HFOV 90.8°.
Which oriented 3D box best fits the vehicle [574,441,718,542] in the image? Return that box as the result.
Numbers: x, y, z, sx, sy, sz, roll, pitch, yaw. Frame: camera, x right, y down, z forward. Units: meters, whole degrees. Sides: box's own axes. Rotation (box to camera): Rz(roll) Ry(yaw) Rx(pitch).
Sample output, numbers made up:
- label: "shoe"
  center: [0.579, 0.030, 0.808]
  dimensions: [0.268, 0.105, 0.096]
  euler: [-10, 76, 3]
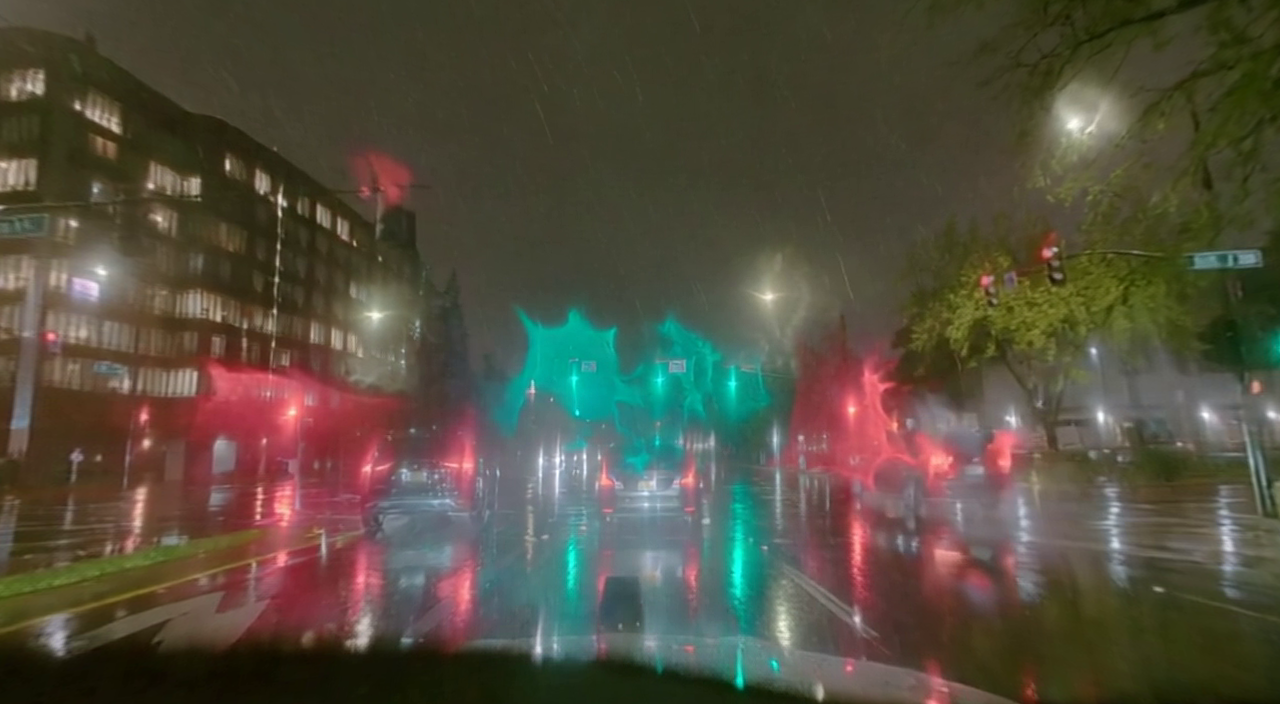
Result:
- label: "vehicle"
  center: [0.080, 2.428, 11.655]
  dimensions: [2.190, 1.522, 3.850]
  euler: [0, -8, 0]

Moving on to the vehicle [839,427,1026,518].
- label: "vehicle"
  center: [6.825, 2.868, 15.629]
  dimensions: [2.079, 1.828, 5.323]
  euler: [0, -8, 0]

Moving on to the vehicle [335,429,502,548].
- label: "vehicle"
  center: [-3.762, 2.342, 11.634]
  dimensions: [2.081, 1.719, 4.434]
  euler: [1, -9, -9]
